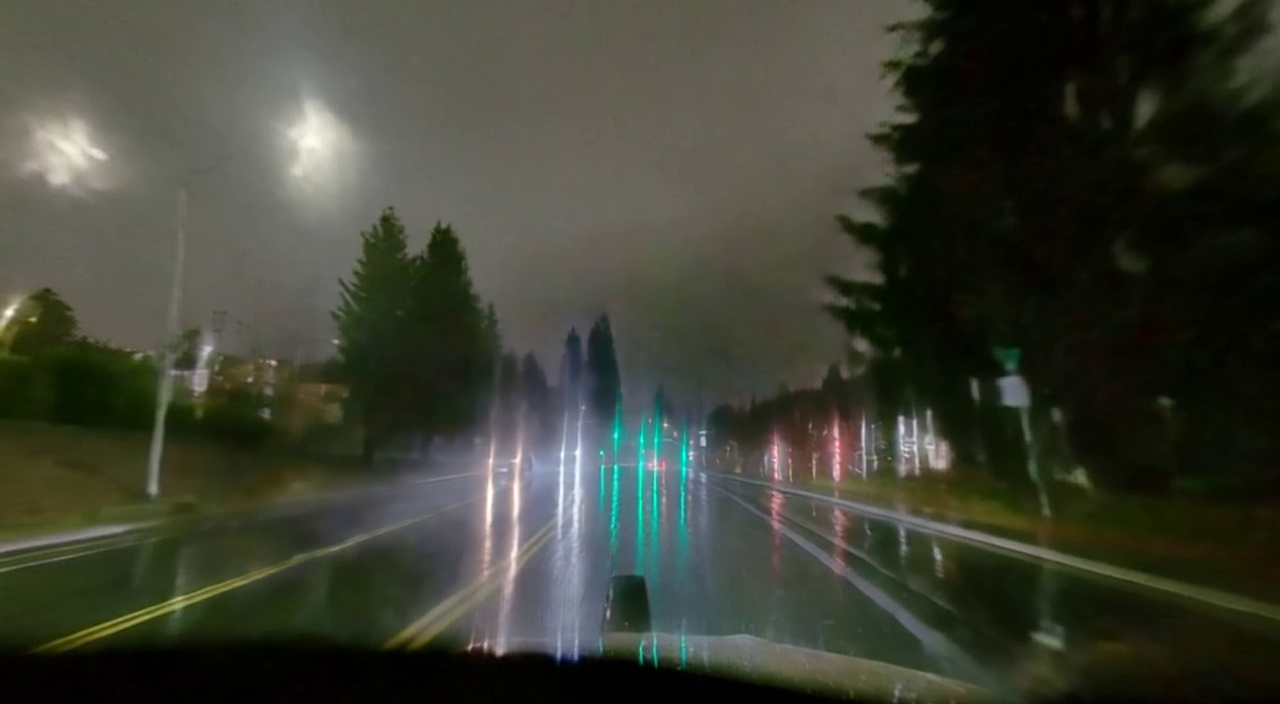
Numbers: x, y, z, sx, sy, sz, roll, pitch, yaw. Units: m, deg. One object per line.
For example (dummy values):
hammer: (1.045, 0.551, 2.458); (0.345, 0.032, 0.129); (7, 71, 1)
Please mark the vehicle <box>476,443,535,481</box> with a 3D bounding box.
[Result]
vehicle: (-6.368, 5.245, 30.289); (1.972, 1.684, 4.144); (0, -8, -1)
